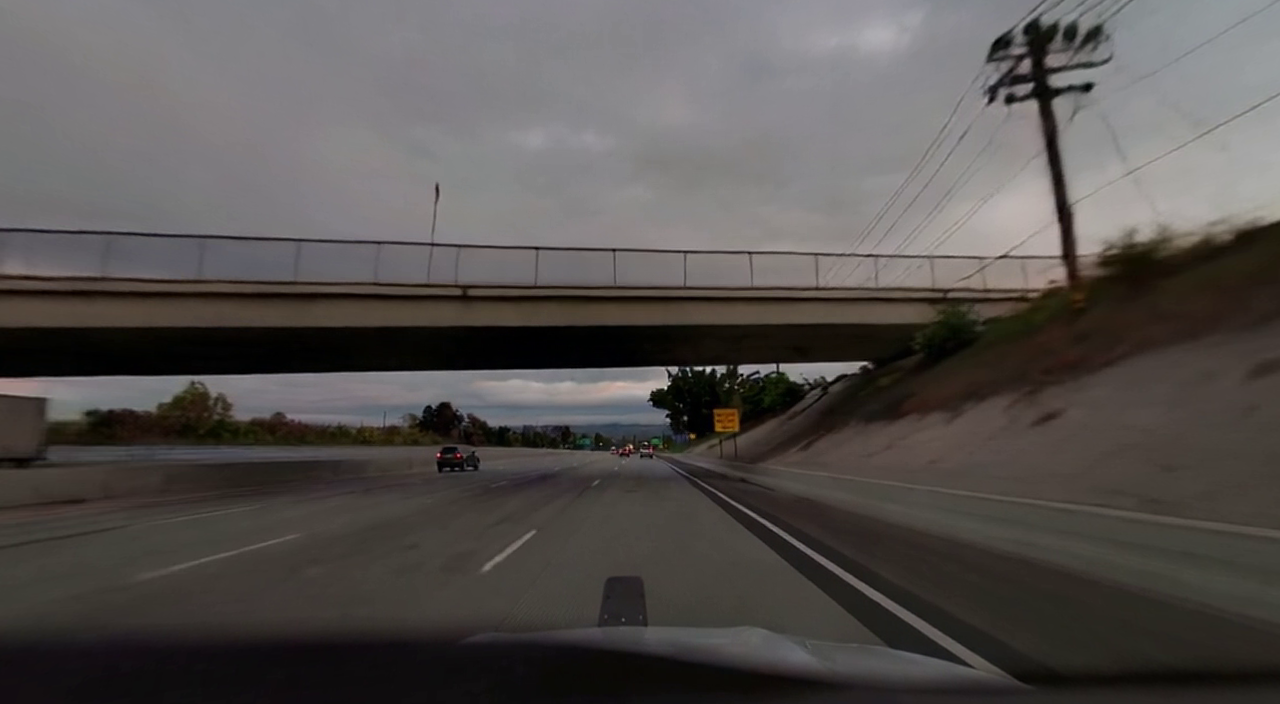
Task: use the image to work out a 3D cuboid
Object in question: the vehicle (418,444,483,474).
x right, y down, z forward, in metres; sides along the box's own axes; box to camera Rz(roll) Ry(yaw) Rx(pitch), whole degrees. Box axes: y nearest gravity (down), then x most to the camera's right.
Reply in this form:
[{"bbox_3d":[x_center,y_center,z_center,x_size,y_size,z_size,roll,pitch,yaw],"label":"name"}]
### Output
[{"bbox_3d":[-10.127,5.740,34.041,2.056,1.476,4.562,-1,-8,1],"label":"vehicle"}]
